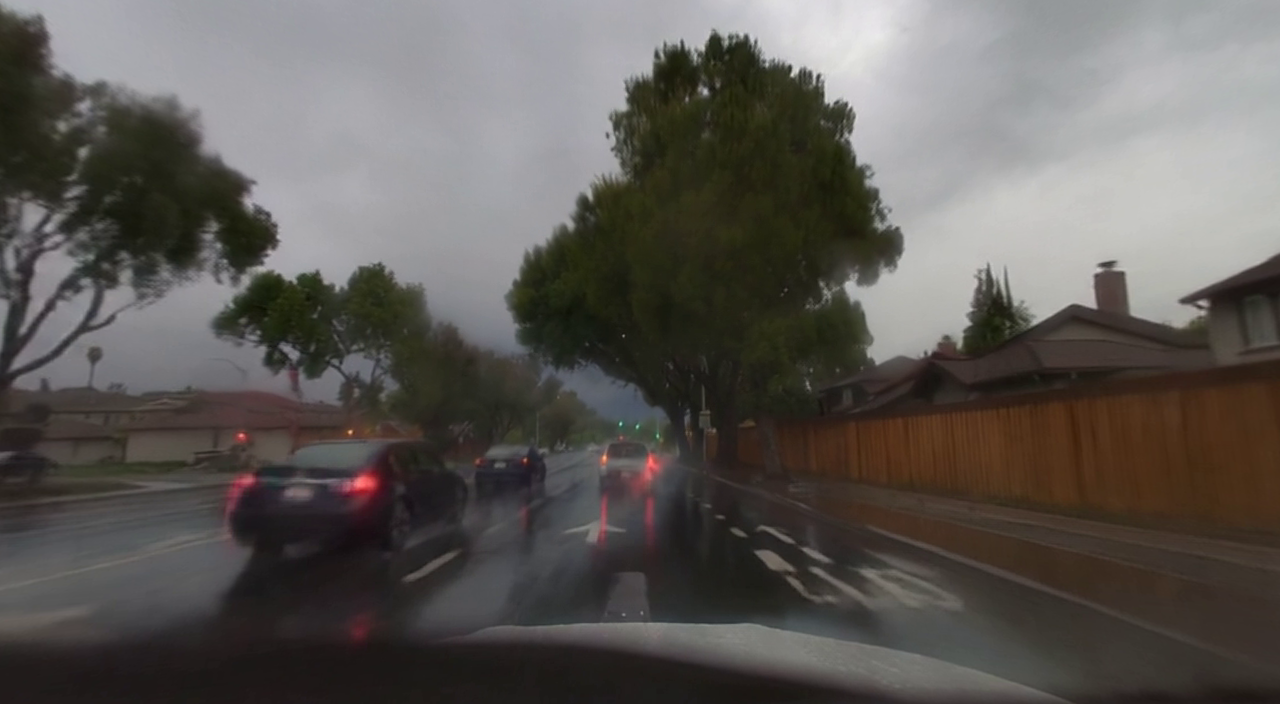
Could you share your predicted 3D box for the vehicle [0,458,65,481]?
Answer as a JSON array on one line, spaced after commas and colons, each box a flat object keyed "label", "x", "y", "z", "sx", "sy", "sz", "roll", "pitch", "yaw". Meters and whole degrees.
[{"label": "vehicle", "x": -45.708, "y": 8.668, "z": 46.368, "sx": 4.355, "sy": 1.642, "sz": 1.950, "roll": 0, "pitch": -8, "yaw": -2}]

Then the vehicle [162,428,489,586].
[{"label": "vehicle", "x": -3.892, "y": 1.925, "z": 9.099, "sx": 2.067, "sy": 1.546, "sz": 4.988, "roll": 2, "pitch": -7, "yaw": 1}]

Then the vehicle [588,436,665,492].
[{"label": "vehicle", "x": -0.559, "y": 3.650, "z": 20.838, "sx": 2.290, "sy": 1.653, "sz": 4.127, "roll": 1, "pitch": -8, "yaw": -4}]

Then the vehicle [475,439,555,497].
[{"label": "vehicle", "x": -3.651, "y": 3.427, "z": 18.982, "sx": 1.986, "sy": 1.561, "sz": 3.805, "roll": 1, "pitch": -8, "yaw": -6}]
